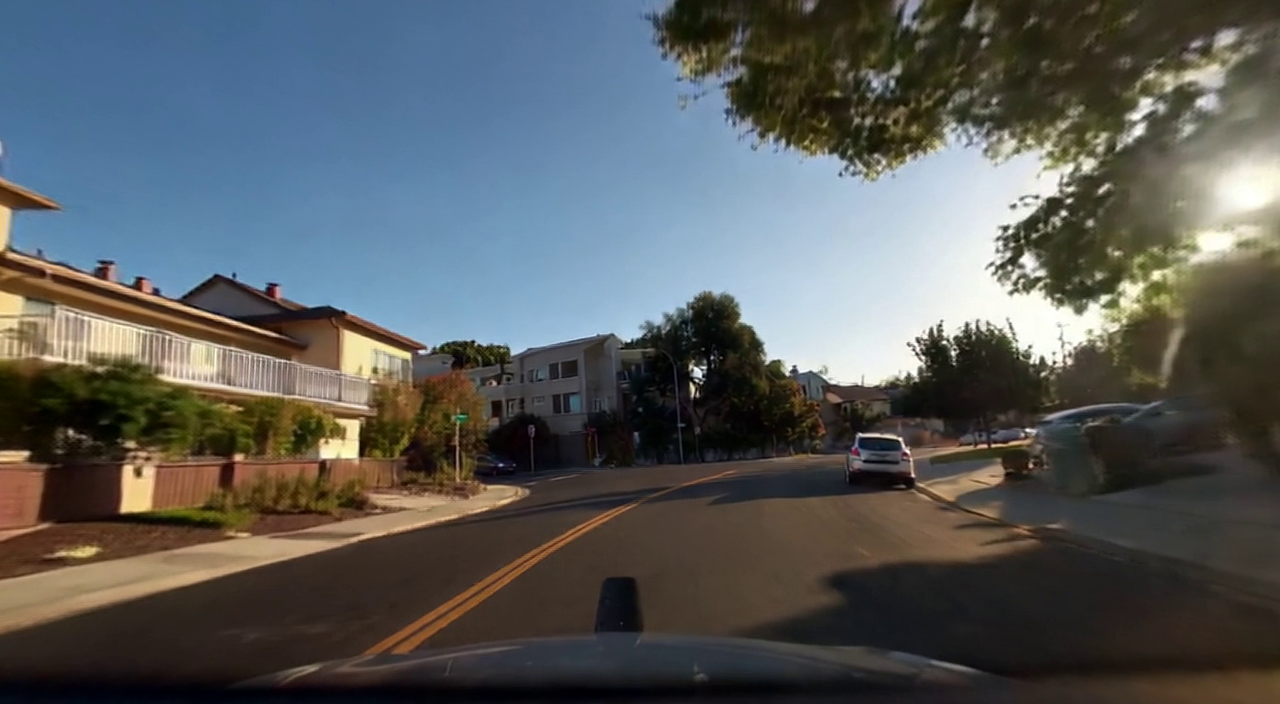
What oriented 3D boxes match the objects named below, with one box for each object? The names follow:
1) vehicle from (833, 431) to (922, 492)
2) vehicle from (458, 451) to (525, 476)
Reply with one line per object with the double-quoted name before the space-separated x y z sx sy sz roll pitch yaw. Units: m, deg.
"vehicle" 7.457 3.454 20.273 2.105 1.705 4.392 -2 -9 14
"vehicle" -10.726 8.048 45.644 4.270 1.683 1.984 -3 -10 22
